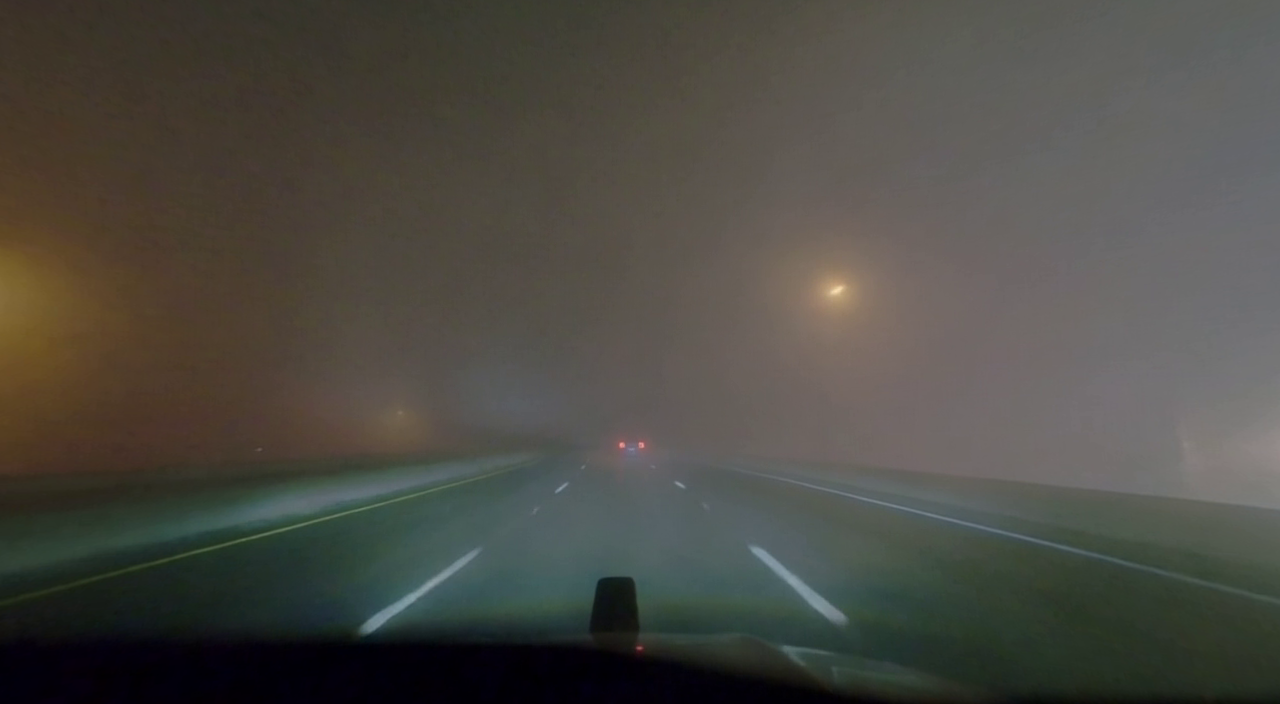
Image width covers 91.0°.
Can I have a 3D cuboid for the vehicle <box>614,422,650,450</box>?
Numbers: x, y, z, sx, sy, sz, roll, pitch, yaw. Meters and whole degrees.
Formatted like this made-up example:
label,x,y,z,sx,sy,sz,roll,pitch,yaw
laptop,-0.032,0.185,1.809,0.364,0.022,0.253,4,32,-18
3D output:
label,x,y,z,sx,sy,sz,roll,pitch,yaw
vehicle,-0.568,5.352,39.941,2.157,1.647,4.524,0,-8,-3
